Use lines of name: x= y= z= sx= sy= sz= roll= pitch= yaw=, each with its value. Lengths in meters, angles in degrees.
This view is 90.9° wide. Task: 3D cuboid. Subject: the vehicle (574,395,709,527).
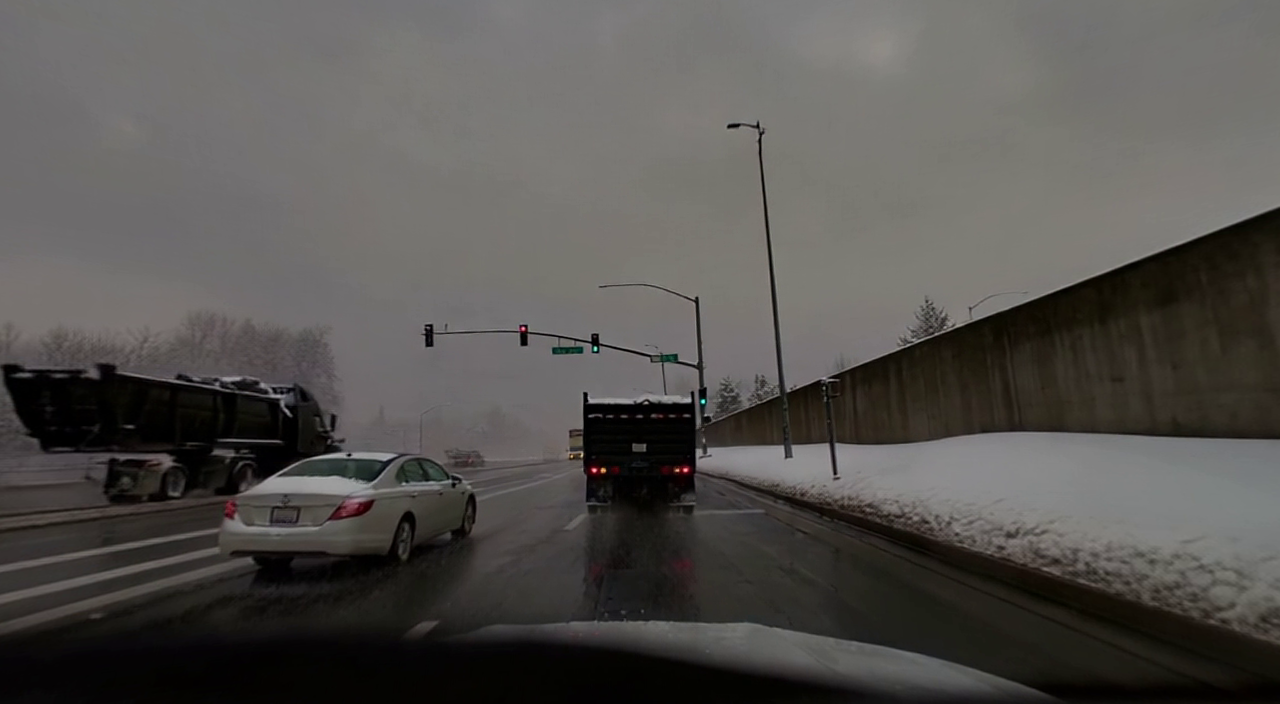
vehicle: x=0.052 y=2.302 z=13.841 sx=2.355 sy=2.305 sz=5.336 roll=0 pitch=-8 yaw=1

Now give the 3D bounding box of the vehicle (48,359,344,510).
vehicle: x=-13.345 y=2.730 z=20.468 sx=3.016 sy=3.847 sz=8.707 roll=0 pitch=-8 yaw=1

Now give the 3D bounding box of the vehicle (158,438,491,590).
vehicle: x=-3.722 y=1.976 z=8.793 sx=2.019 sy=1.480 sz=4.966 roll=0 pitch=-8 yaw=1
